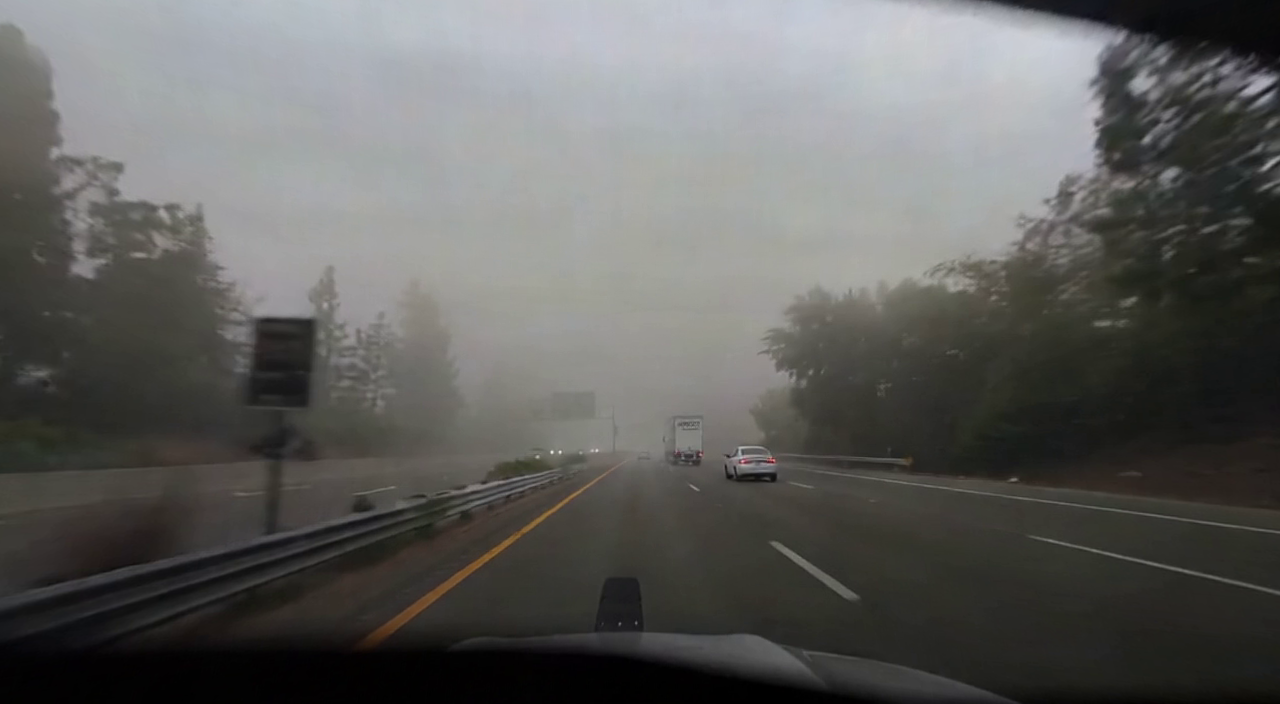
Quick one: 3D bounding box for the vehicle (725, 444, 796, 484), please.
[{"bbox_3d":[4.797,4.517,25.610,1.917,1.471,4.149,0,-9,-2],"label":"vehicle"}]
